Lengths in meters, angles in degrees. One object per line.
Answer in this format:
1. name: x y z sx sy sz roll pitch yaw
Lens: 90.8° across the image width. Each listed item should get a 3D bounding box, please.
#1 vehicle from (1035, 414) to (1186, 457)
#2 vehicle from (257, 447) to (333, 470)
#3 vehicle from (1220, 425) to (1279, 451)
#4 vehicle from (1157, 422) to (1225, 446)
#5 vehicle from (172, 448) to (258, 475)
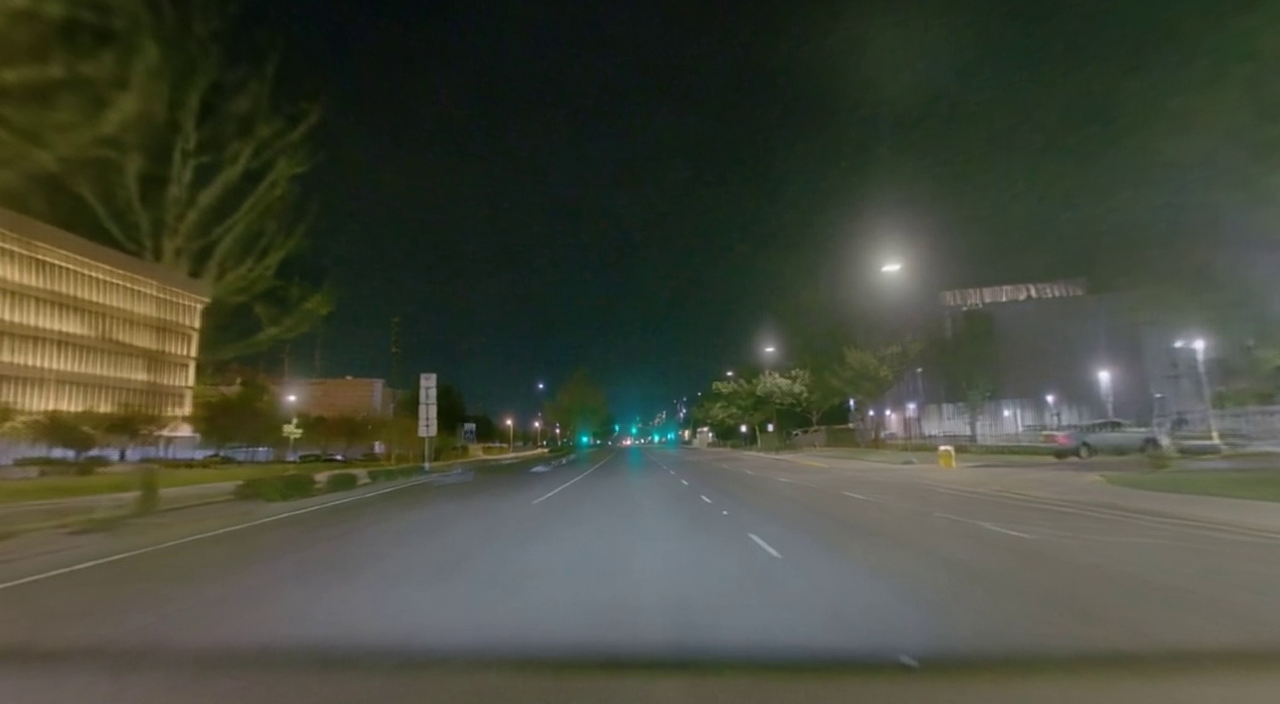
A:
1. vehicle: 19.995 3.593 27.034 4.656 1.752 2.309 0 -9 -4
2. vehicle: -26.671 8.238 49.006 4.673 1.717 2.044 0 -9 1
3. vehicle: 40.003 5.554 40.731 3.517 1.432 1.583 -4 -8 0
4. vehicle: 40.432 6.045 46.364 3.438 1.405 1.601 -4 -8 -5
5. vehicle: -32.382 8.328 48.240 4.993 1.886 2.122 8 -13 -43
